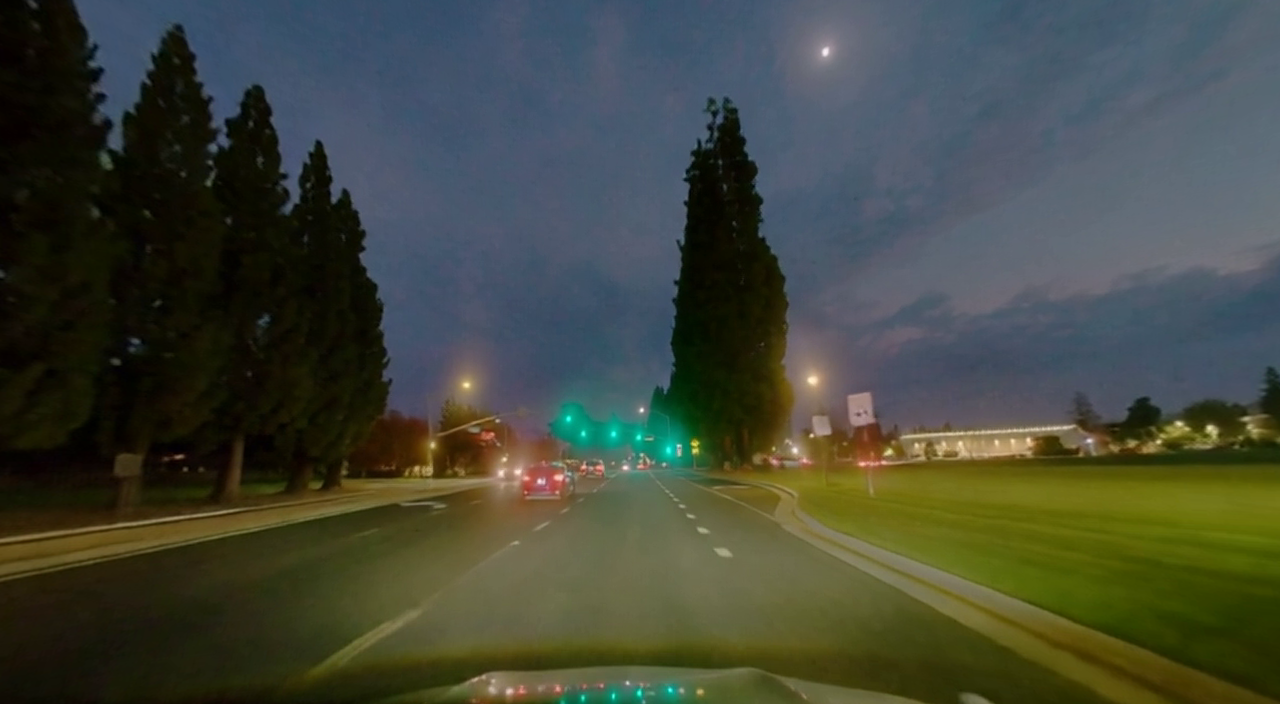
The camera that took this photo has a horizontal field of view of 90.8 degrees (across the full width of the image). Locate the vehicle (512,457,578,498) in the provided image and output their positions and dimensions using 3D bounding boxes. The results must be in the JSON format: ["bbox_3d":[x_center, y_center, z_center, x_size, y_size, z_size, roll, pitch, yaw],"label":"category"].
[{"bbox_3d":[-3.635,4.913,25.009,1.932,1.431,4.144,-1,-10,1],"label":"vehicle"}]
